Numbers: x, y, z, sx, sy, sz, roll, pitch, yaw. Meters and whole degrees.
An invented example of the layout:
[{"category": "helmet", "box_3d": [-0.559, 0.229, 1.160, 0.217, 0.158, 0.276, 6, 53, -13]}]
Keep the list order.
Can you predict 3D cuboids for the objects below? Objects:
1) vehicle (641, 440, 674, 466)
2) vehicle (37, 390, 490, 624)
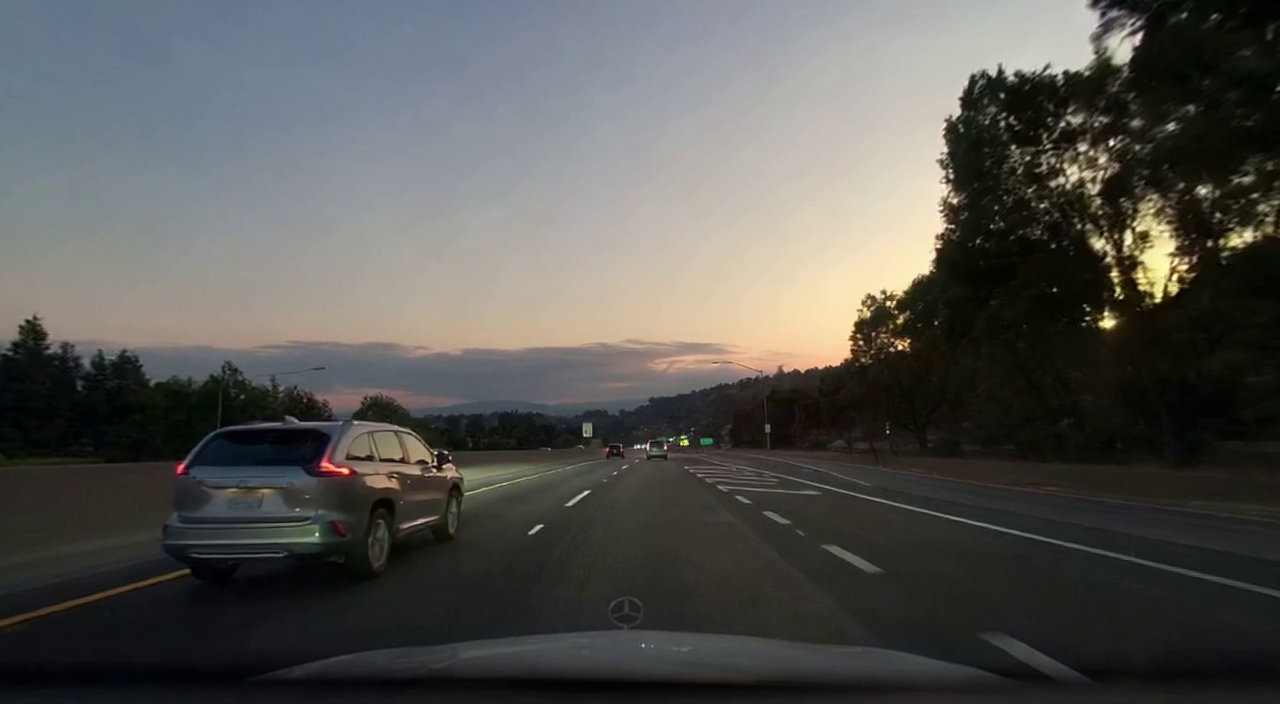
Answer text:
[{"category": "vehicle", "box_3d": [1.122, 6.740, 42.053, 2.073, 1.621, 3.993, 0, -8, 0]}, {"category": "vehicle", "box_3d": [-3.316, 1.475, 6.956, 2.143, 1.693, 4.513, 0, -9, 1]}]
